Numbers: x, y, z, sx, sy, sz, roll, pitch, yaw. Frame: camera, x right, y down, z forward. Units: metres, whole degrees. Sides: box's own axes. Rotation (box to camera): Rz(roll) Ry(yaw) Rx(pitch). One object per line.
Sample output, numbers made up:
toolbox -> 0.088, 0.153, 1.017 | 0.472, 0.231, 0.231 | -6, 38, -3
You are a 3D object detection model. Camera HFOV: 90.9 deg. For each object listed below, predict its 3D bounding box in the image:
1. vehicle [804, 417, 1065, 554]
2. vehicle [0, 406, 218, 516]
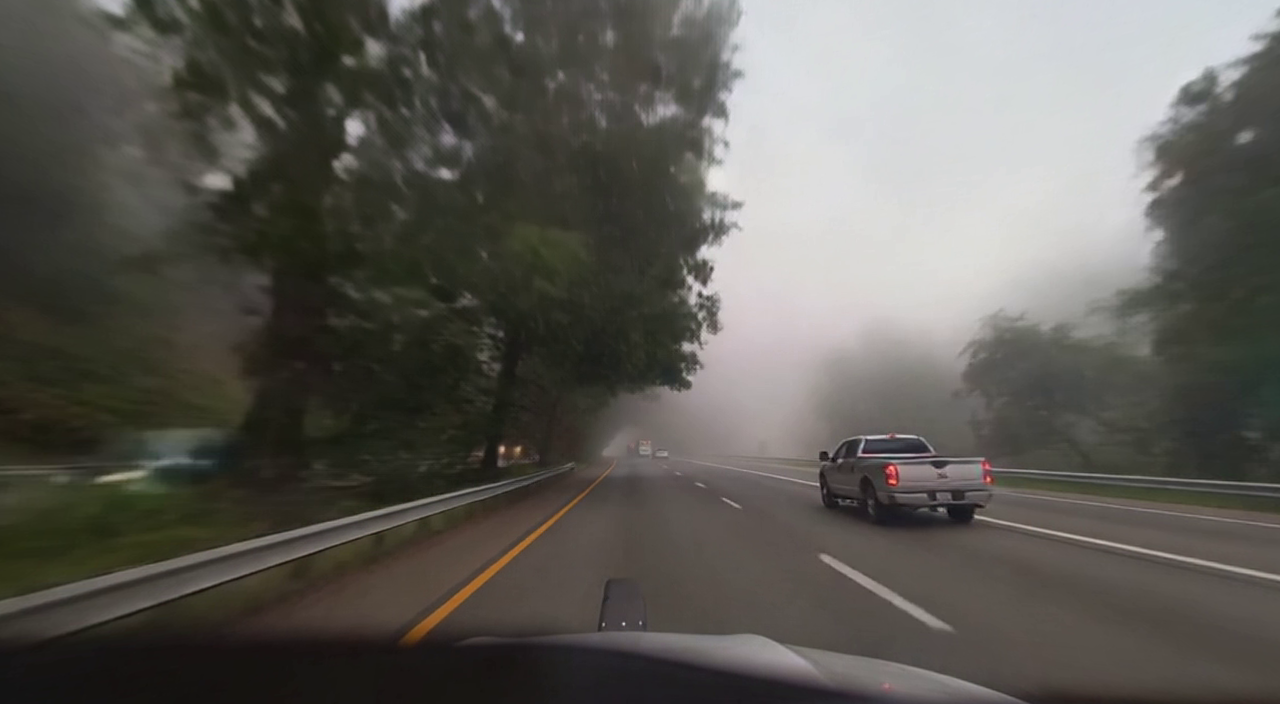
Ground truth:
vehicle -> 4.212, 1.988, 10.037 | 1.933, 1.663, 4.440 | 0, -9, -1
vehicle -> -9.105, 1.698, 9.990 | 1.852, 1.394, 4.228 | 0, -9, 0
